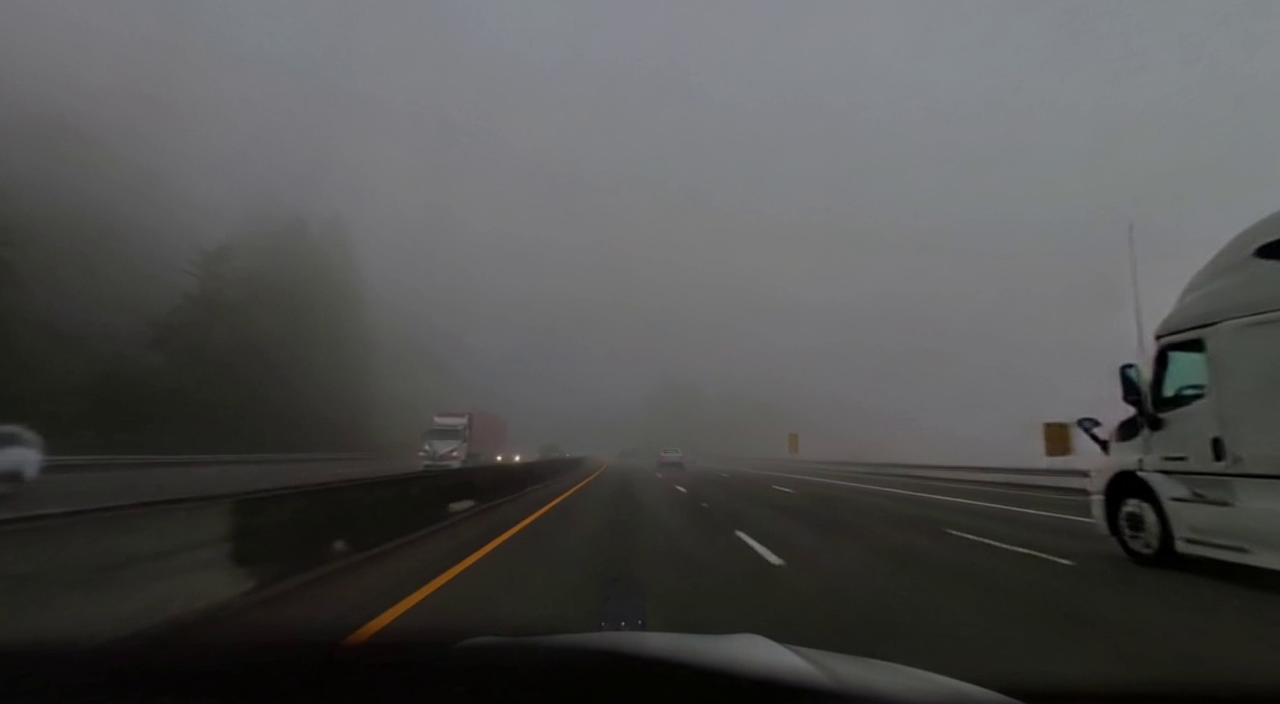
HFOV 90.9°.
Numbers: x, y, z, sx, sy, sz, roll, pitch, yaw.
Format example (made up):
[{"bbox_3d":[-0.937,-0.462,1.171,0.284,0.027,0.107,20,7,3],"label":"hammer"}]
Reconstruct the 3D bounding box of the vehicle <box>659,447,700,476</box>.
[{"bbox_3d":[2.298,6.492,37.445,2.111,1.599,3.859,0,-9,-1],"label":"vehicle"}]

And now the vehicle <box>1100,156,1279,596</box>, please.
[{"bbox_3d":[7.099,0.048,4.526,2.941,3.837,5.946,0,-9,1],"label":"vehicle"}]

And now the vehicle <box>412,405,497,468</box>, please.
[{"bbox_3d":[-13.004,6.187,45.471,2.947,3.956,11.078,0,-9,-1],"label":"vehicle"}]

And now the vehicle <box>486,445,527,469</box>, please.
[{"bbox_3d":[-8.436,6.651,40.184,1.830,1.438,3.678,0,-9,0],"label":"vehicle"}]
